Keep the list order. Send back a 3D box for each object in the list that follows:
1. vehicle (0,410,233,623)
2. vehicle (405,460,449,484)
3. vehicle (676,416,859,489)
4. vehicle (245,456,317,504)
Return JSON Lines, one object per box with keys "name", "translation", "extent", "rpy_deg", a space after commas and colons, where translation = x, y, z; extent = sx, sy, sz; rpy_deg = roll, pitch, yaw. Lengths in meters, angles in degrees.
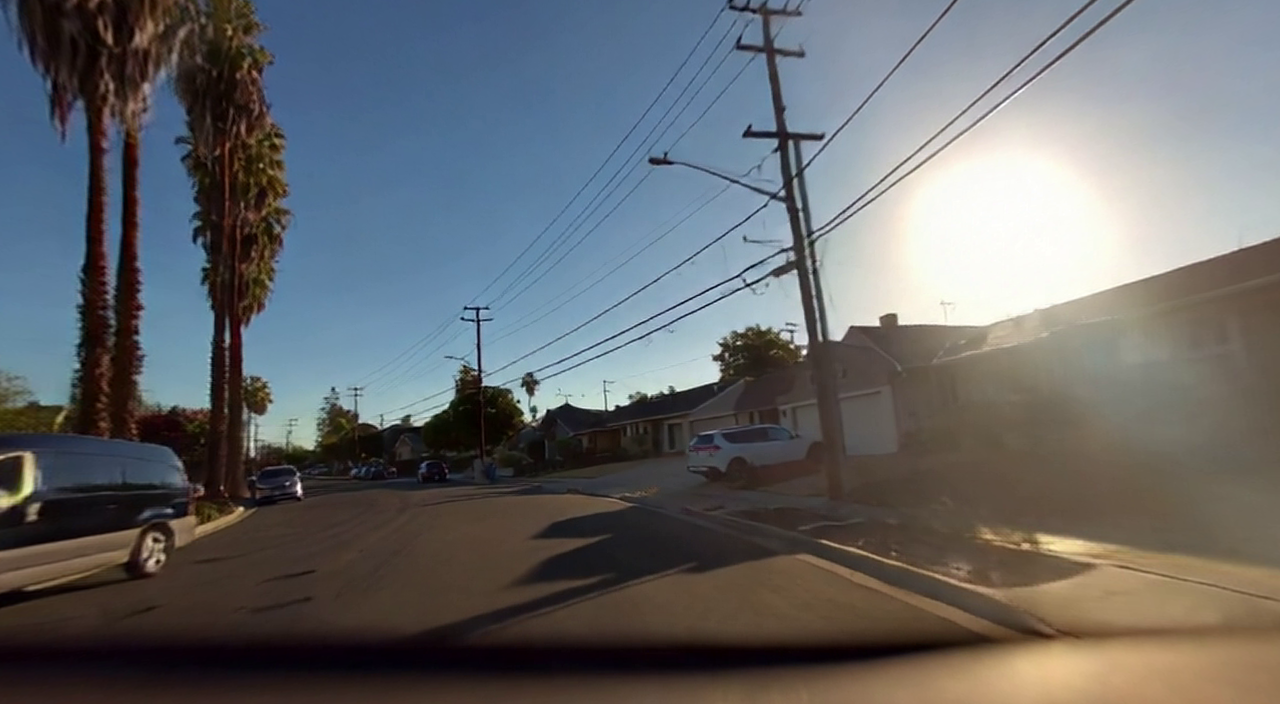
{"name": "vehicle", "translation": [-8.028, 2.026, 7.949], "extent": [2.552, 2.134, 6.076], "rpy_deg": [-2, -10, -9]}
{"name": "vehicle", "translation": [-14.669, 8.196, 43.433], "extent": [1.870, 1.490, 3.802], "rpy_deg": [5, -10, -33]}
{"name": "vehicle", "translation": [3.991, 3.150, 20.059], "extent": [5.102, 2.040, 2.472], "rpy_deg": [3, -9, -21]}
{"name": "vehicle", "translation": [-15.546, 5.534, 27.365], "extent": [2.410, 1.790, 4.699], "rpy_deg": [4, -12, -30]}
